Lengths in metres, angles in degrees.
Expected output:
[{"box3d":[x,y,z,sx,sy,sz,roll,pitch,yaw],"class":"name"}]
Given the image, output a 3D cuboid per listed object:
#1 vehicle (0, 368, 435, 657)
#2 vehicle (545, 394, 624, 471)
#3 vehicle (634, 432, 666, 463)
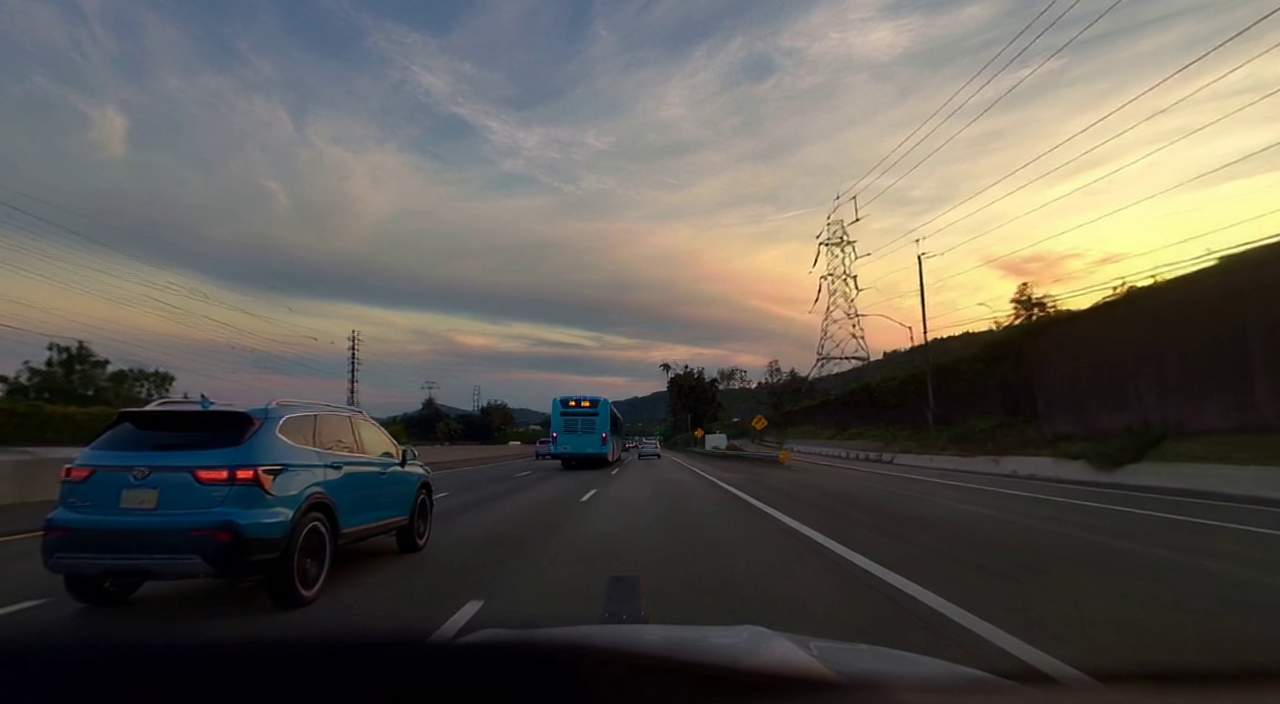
[{"box3d":[-3.707,1.274,5.980,2.021,1.730,4.223,0,-8,1],"class":"vehicle"},{"box3d":[-2.863,4.823,36.909,3.382,3.712,11.766,1,-9,1],"class":"vehicle"},{"box3d":[0.675,6.577,43.443,2.083,2.001,4.782,0,-8,1],"class":"vehicle"}]
